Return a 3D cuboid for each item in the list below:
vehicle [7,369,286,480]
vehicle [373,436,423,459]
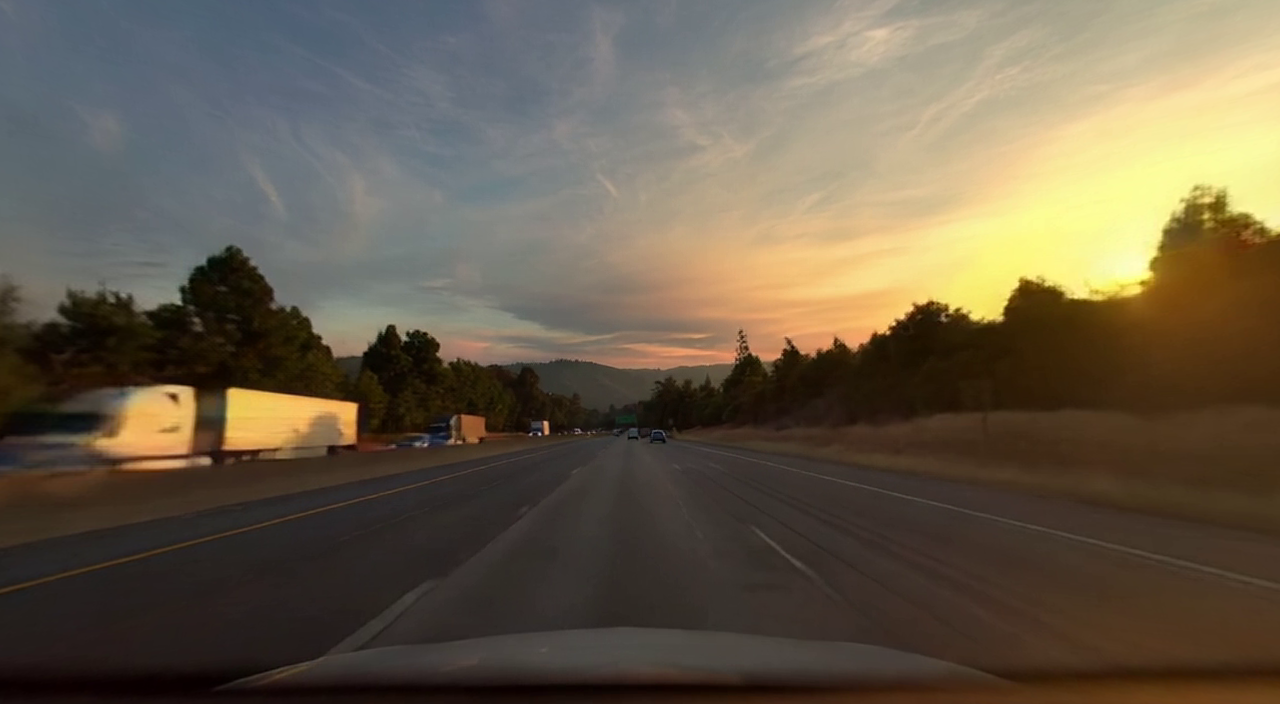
[{"bbox_3d":[-20.591,3.384,27.945,3.078,3.829,11.722,-1,-8,-1],"label":"vehicle"},{"bbox_3d":[-16.758,6.635,43.823,1.811,1.480,4.437,0,-8,-1],"label":"vehicle"}]
